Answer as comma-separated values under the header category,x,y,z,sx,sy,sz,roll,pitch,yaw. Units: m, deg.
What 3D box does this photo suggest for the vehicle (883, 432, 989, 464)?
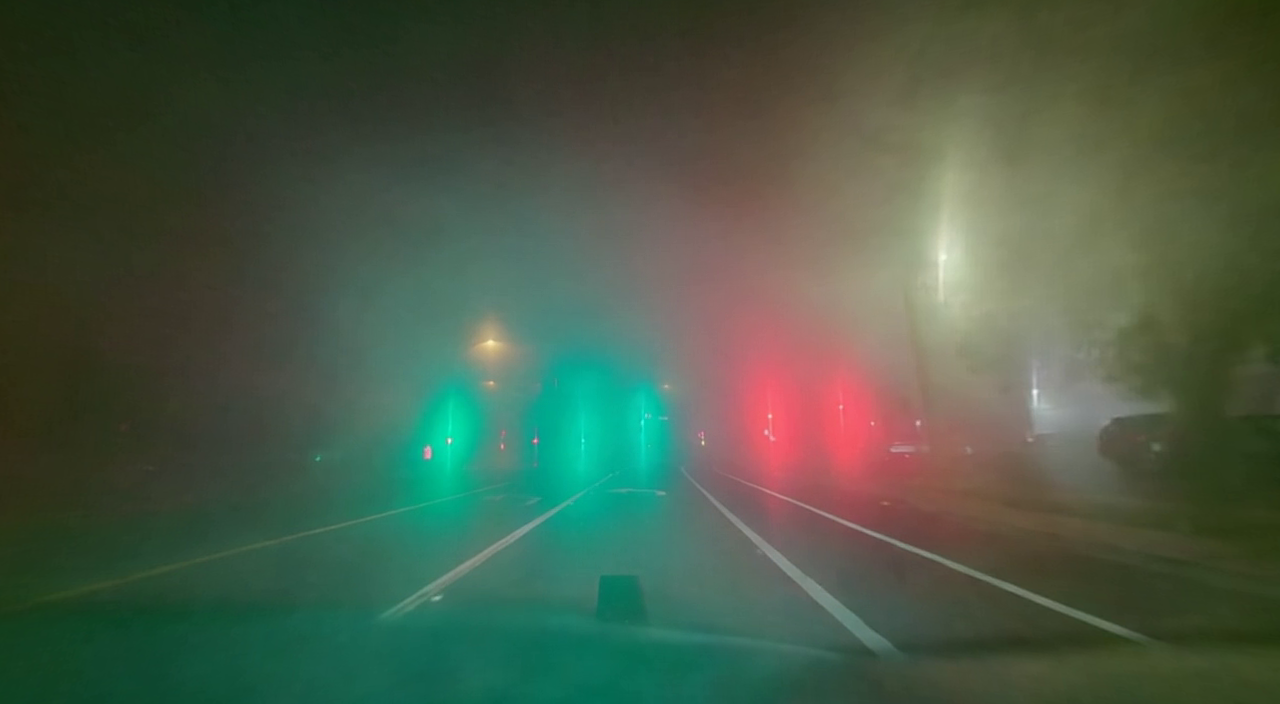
category,x,y,z,sx,sy,sz,roll,pitch,yaw
vehicle,14.273,4.645,30.542,4.167,1.476,1.871,0,-8,1

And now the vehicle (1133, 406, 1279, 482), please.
category,x,y,z,sx,sy,sz,roll,pitch,yaw
vehicle,13.629,1.964,13.531,4.343,1.500,2.011,0,-8,1
